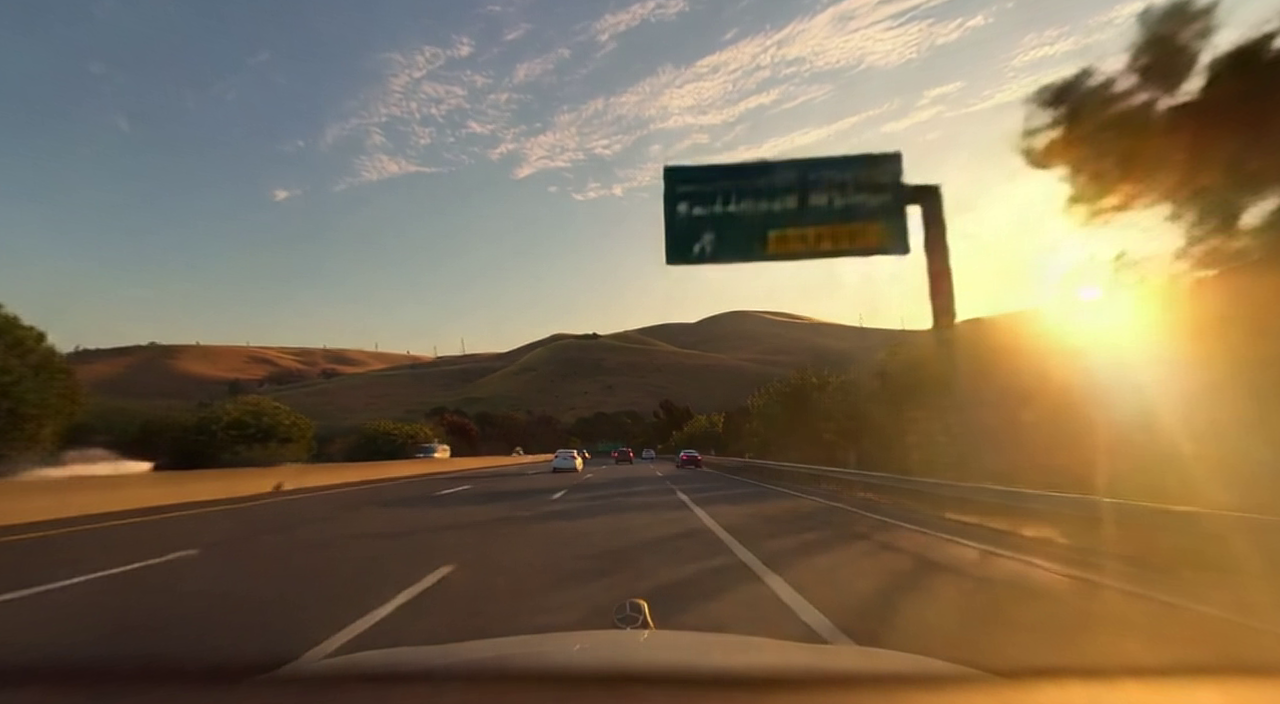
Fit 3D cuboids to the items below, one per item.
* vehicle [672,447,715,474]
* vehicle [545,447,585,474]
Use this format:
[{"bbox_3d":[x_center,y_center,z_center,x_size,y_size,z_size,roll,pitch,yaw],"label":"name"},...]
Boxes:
[{"bbox_3d":[3.079,6.377,37.231,2.019,1.475,4.301,0,-9,-2],"label":"vehicle"},{"bbox_3d":[-4.410,6.424,37.472,1.955,1.468,3.637,0,-9,0],"label":"vehicle"}]
